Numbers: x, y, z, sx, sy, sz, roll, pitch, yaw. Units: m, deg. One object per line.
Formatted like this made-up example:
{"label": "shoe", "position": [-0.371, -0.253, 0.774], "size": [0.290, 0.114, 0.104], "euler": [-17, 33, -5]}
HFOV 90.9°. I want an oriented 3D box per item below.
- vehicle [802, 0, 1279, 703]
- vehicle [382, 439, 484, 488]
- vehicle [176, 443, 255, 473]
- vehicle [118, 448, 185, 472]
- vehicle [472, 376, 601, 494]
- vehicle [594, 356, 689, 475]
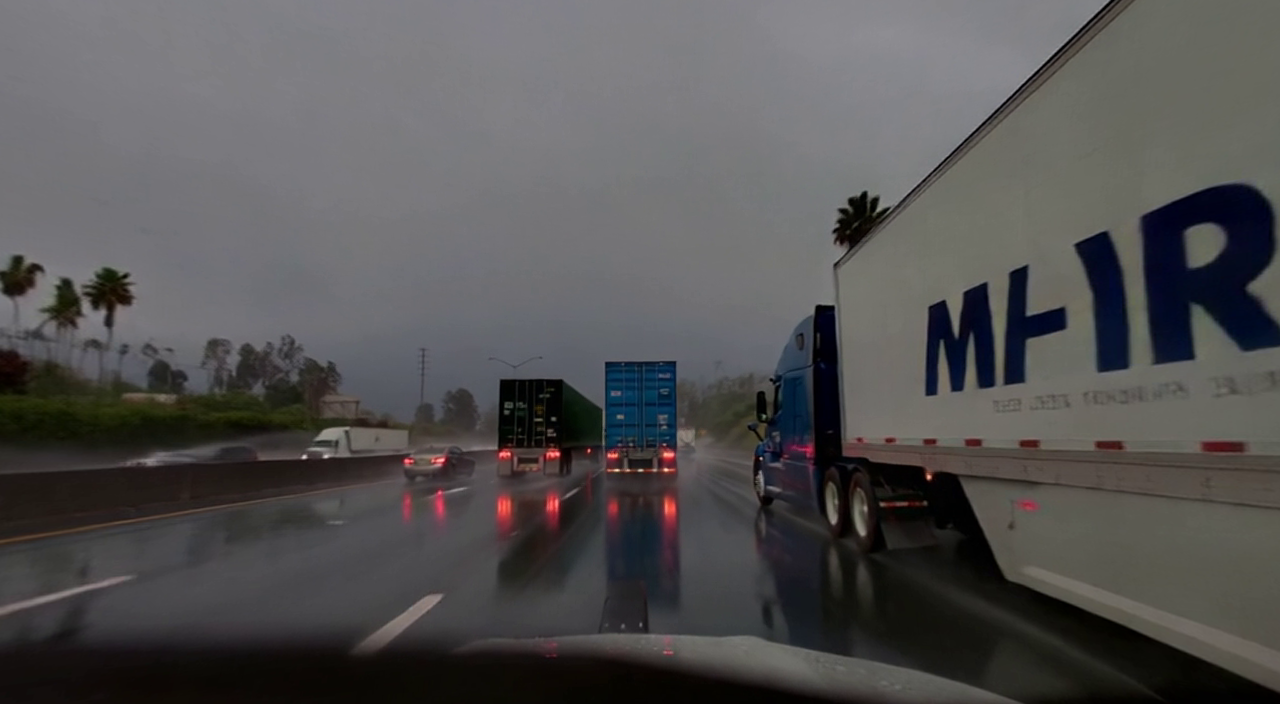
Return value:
{"label": "vehicle", "position": [4.322, -0.092, 4.135], "size": [2.887, 4.178, 14.553], "euler": [0, -8, 1]}
{"label": "vehicle", "position": [-6.844, 3.719, 21.429], "size": [1.916, 1.465, 4.451], "euler": [0, -8, 1]}
{"label": "vehicle", "position": [-20.213, 5.047, 30.177], "size": [1.435, 1.333, 3.228], "euler": [0, -8, 1]}
{"label": "vehicle", "position": [-31.712, 7.003, 41.043], "size": [1.569, 1.389, 3.433], "euler": [0, -8, 1]}
{"label": "vehicle", "position": [-3.216, 3.083, 23.083], "size": [2.786, 3.228, 11.082], "euler": [0, -8, 0]}
{"label": "vehicle", "position": [0.092, 3.470, 29.790], "size": [3.097, 3.856, 18.209], "euler": [-1, -9, 0]}
